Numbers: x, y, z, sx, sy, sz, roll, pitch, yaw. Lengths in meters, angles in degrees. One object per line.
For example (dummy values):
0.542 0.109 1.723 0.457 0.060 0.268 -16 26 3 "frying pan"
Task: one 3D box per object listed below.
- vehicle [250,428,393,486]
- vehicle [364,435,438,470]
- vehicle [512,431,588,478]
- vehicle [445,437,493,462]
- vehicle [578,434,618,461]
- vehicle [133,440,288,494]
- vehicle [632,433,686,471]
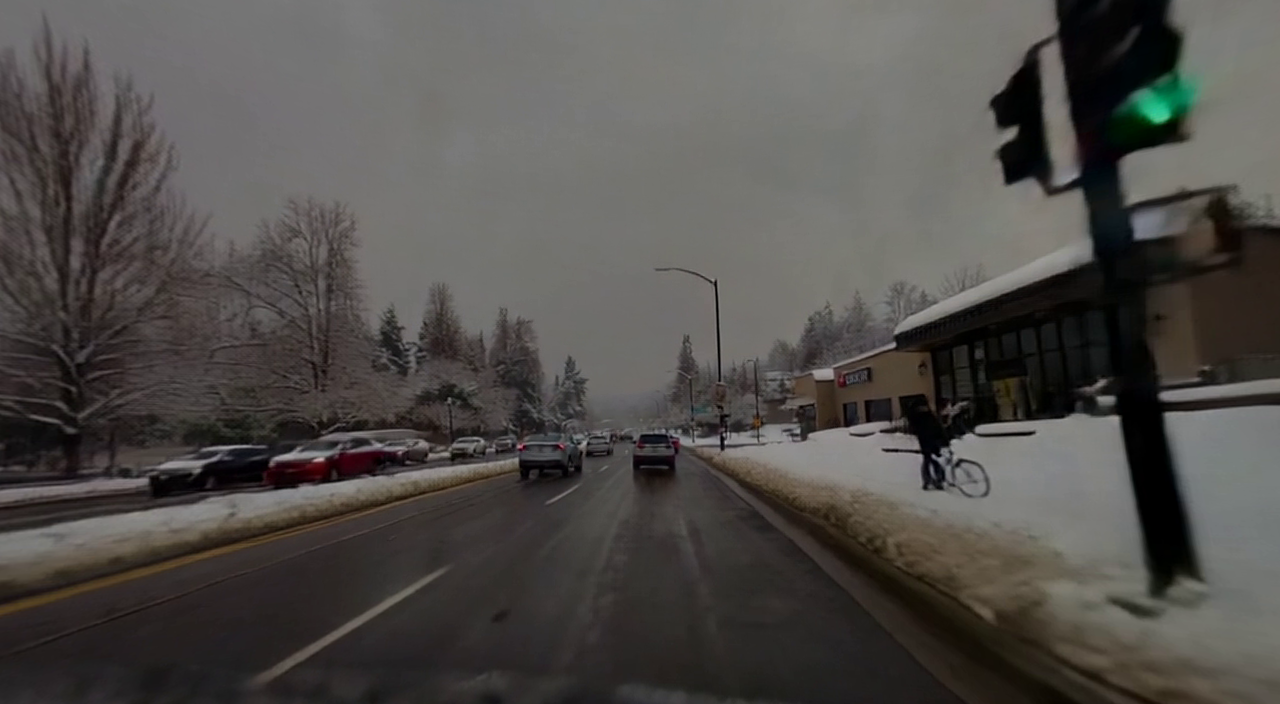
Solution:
-10.362 3.461 21.075 2.175 1.684 4.475 -1 -8 4 "vehicle"
-13.208 5.581 35.267 2.050 1.786 4.633 -1 -8 4 "vehicle"
-3.067 3.595 22.286 1.921 1.477 4.083 -1 -8 2 "vehicle"
-11.955 6.829 44.420 1.936 1.656 4.284 -1 -8 3 "vehicle"
-2.464 5.685 37.757 1.887 1.517 4.254 -1 -8 3 "vehicle"
-13.876 3.701 20.791 1.864 1.560 4.317 -1 -8 4 "vehicle"
0.723 4.196 26.639 2.085 1.475 3.976 0 -8 -1 "vehicle"
